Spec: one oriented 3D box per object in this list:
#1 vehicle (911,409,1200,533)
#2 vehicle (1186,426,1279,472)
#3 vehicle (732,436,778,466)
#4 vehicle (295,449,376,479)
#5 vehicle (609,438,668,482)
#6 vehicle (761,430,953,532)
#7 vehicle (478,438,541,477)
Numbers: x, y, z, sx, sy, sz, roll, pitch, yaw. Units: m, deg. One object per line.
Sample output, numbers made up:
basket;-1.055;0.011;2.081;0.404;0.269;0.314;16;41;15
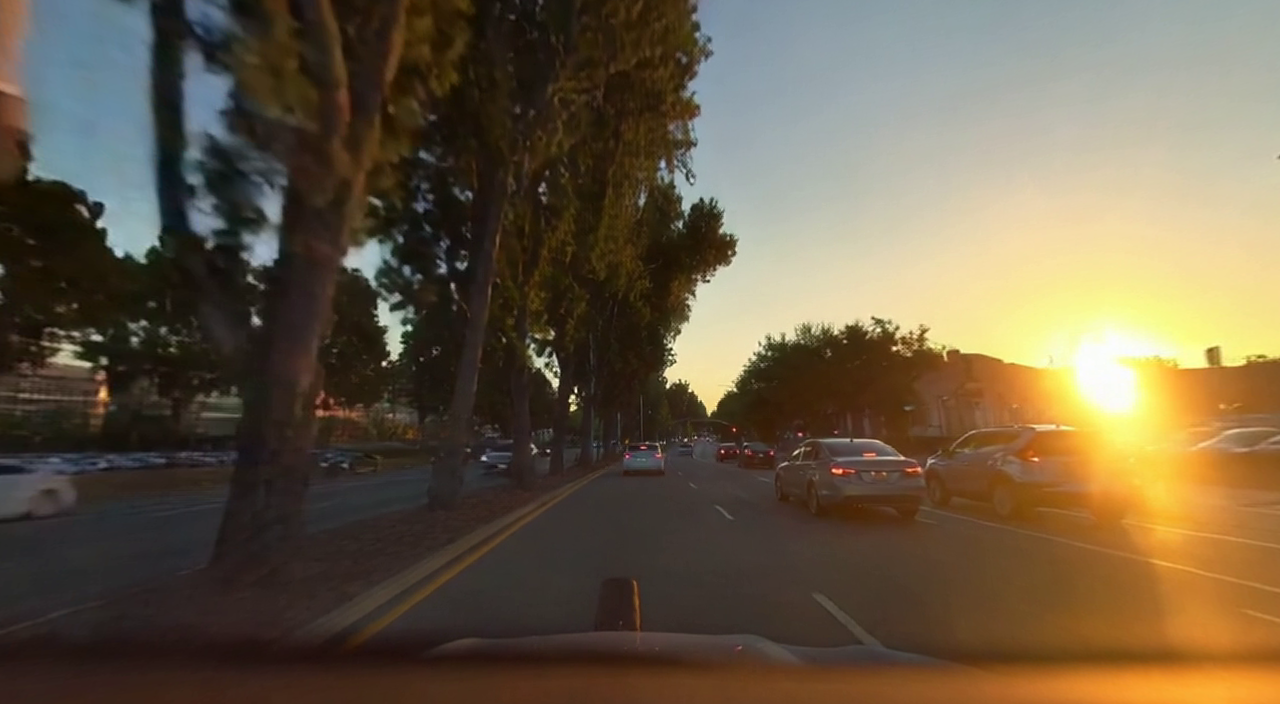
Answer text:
vehicle;7.136;2.097;11.680;2.134;1.810;4.590;0;-9;-1
vehicle;19.857;3.086;20.062;3.316;1.355;1.611;-2;-11;6
vehicle;7.318;6.387;40.731;2.068;1.779;4.567;0;-9;-1
vehicle;-16.601;6.124;34.792;1.982;1.481;4.706;0;-9;2
vehicle;-0.041;3.953;23.438;1.994;1.479;3.647;0;-9;0
vehicle;3.561;2.196;11.331;1.858;1.466;4.230;0;-9;-1
vehicle;-5.629;4.610;27.791;1.887;1.582;3.915;0;-9;1
